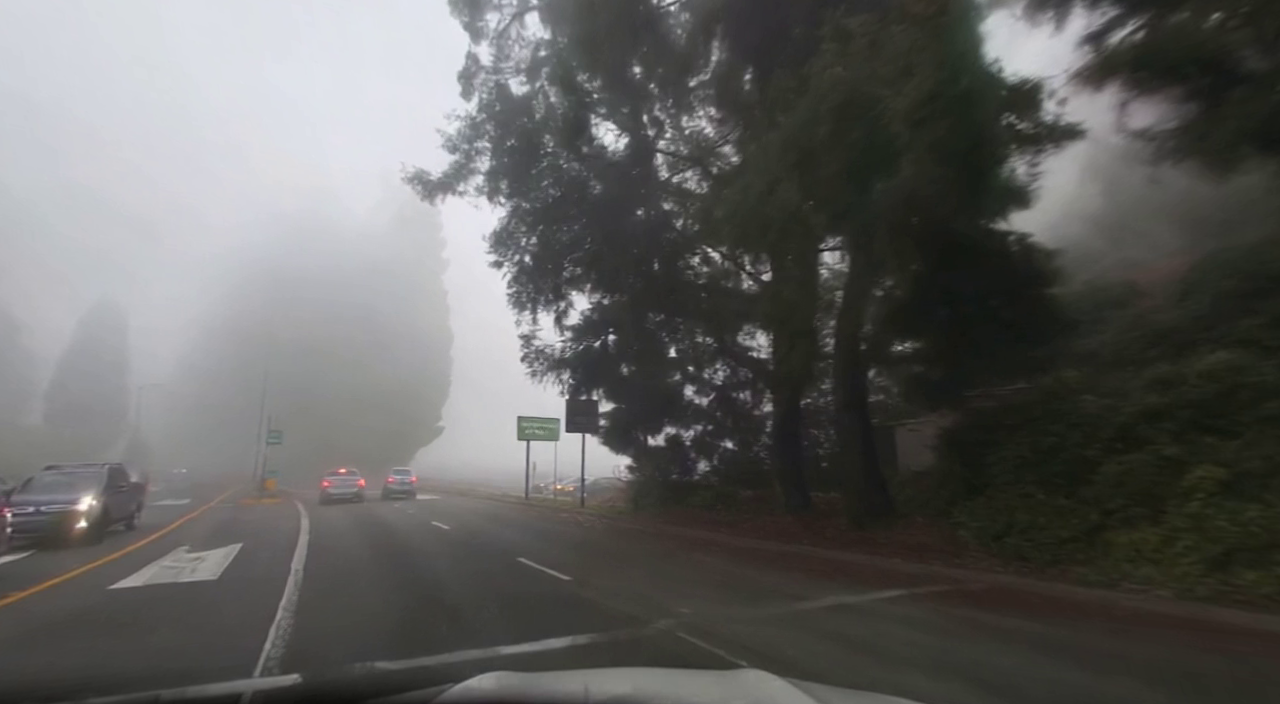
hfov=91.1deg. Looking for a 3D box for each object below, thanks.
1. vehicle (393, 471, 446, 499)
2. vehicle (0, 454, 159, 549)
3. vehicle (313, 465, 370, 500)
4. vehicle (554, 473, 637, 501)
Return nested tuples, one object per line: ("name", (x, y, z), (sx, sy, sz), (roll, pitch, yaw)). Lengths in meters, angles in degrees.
("vehicle", (-10.543, 6.315, 29.909), (1.775, 1.186, 2.933), (7, -12, -30))
("vehicle", (-12.367, 3.149, 13.806), (2.011, 1.701, 4.519), (6, -12, -28))
("vehicle", (-14.021, 6.043, 29.365), (2.005, 1.498, 3.643), (6, -12, -29))
("vehicle", (-2.487, 7.532, 35.220), (4.302, 1.456, 1.832), (5, -11, -22))
